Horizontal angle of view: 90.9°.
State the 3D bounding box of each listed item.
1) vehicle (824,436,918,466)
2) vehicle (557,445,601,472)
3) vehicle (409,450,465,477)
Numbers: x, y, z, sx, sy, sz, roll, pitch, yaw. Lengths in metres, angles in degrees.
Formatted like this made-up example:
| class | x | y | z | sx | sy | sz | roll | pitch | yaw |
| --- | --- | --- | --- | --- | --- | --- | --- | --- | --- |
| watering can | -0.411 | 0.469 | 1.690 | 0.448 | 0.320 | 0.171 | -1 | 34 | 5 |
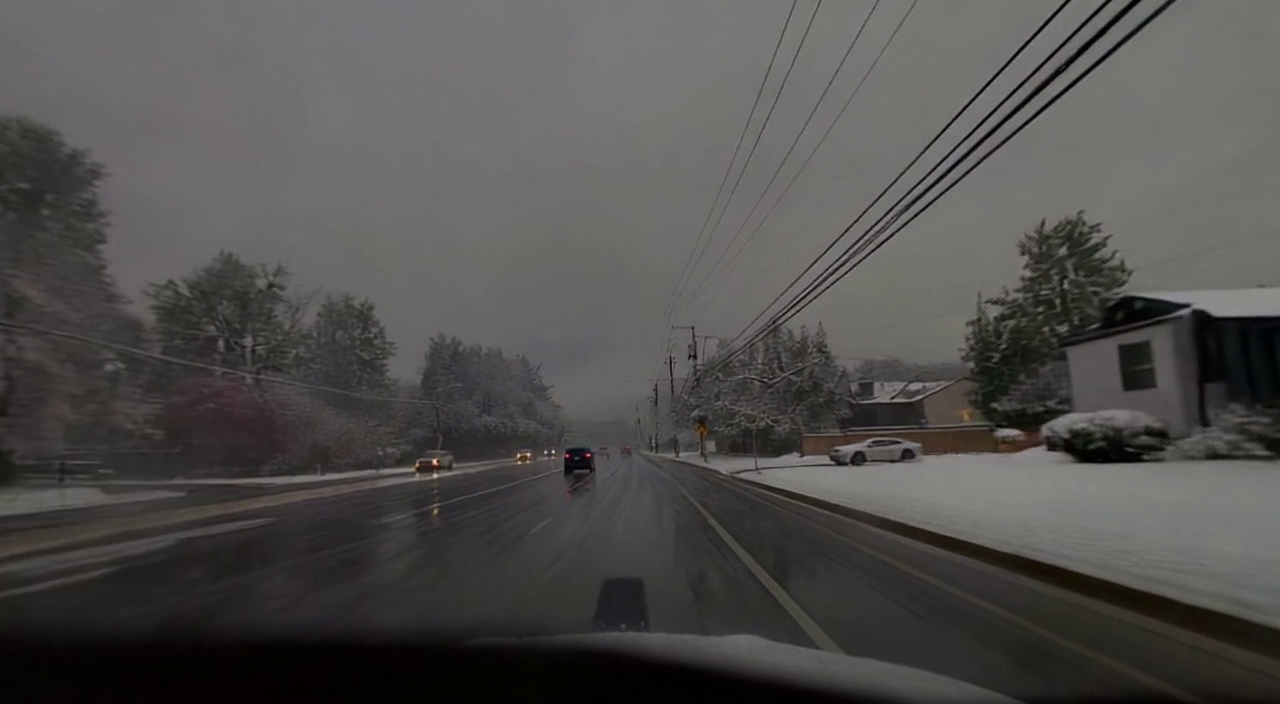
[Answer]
| class | x | y | z | sx | sy | sz | roll | pitch | yaw |
| --- | --- | --- | --- | --- | --- | --- | --- | --- | --- |
| vehicle | 14.193 | 6.080 | 38.835 | 4.904 | 1.735 | 2.270 | 1 | -8 | -10 |
| vehicle | -3.487 | 6.168 | 36.695 | 2.084 | 1.466 | 4.522 | 0 | -8 | 0 |
| vehicle | -12.252 | 6.742 | 38.283 | 1.970 | 1.496 | 4.512 | 0 | -8 | -1 |
